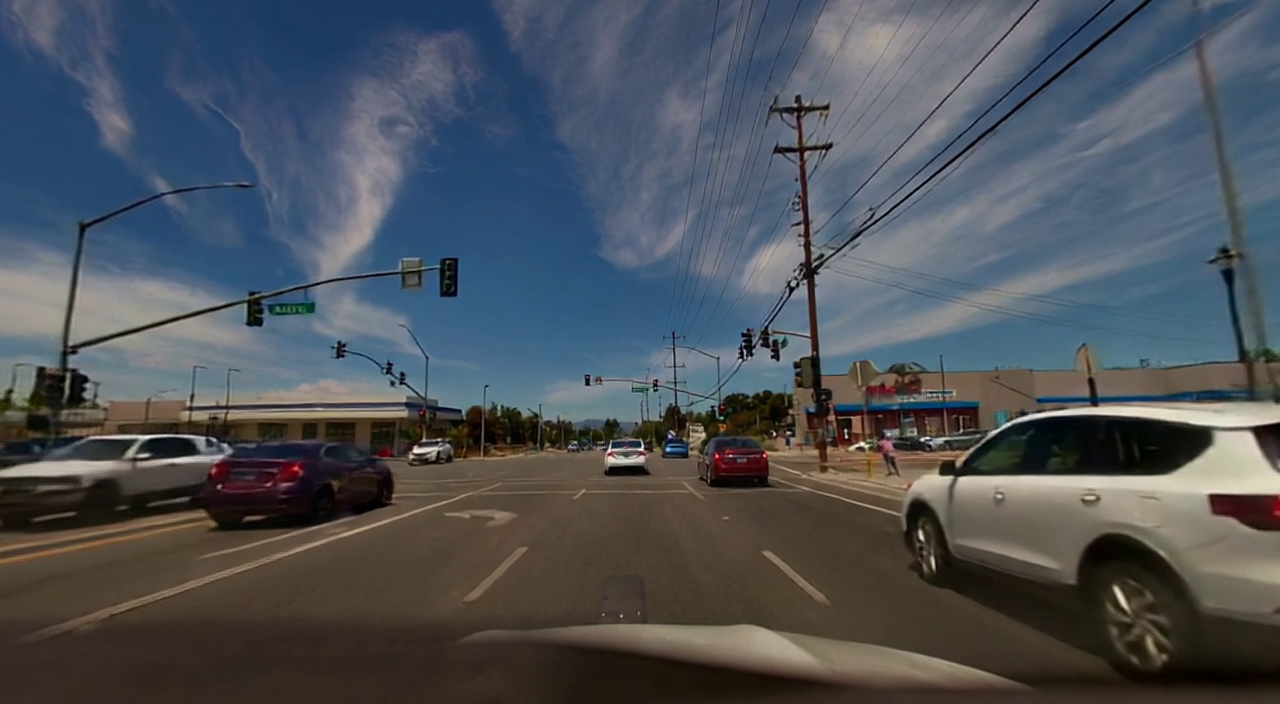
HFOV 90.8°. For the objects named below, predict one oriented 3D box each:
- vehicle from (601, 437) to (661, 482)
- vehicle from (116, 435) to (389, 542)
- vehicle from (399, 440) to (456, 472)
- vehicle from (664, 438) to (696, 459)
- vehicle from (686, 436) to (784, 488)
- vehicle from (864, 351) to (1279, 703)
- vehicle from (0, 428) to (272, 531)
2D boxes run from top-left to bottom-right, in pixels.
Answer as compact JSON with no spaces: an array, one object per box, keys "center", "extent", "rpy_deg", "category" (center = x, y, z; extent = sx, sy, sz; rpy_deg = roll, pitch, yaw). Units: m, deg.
[{"center":[-0.347,3.949,23.509],"extent":[2.065,1.484,3.894],"rpy_deg":[0,-8,-1],"category":"vehicle"},{"center":[-6.285,2.231,11.021],"extent":[2.075,1.470,4.190],"rpy_deg":[-1,-9,0],"category":"vehicle"},{"center":[-14.504,7.104,43.462],"extent":[2.233,2.072,4.813],"rpy_deg":[0,-9,0],"category":"vehicle"},{"center":[2.923,7.190,47.040],"extent":[1.971,1.477,4.121],"rpy_deg":[0,-9,-2],"category":"vehicle"},{"center":[2.856,3.455,20.162],"extent":[2.208,1.436,4.542],"rpy_deg":[0,-9,-3],"category":"vehicle"},{"center":[3.796,1.159,4.797],"extent":[2.452,1.682,4.565],"rpy_deg":[0,-8,-1],"category":"vehicle"},{"center":[-10.667,2.694,13.987],"extent":[2.139,1.836,4.843],"rpy_deg":[0,-9,-1],"category":"vehicle"}]
